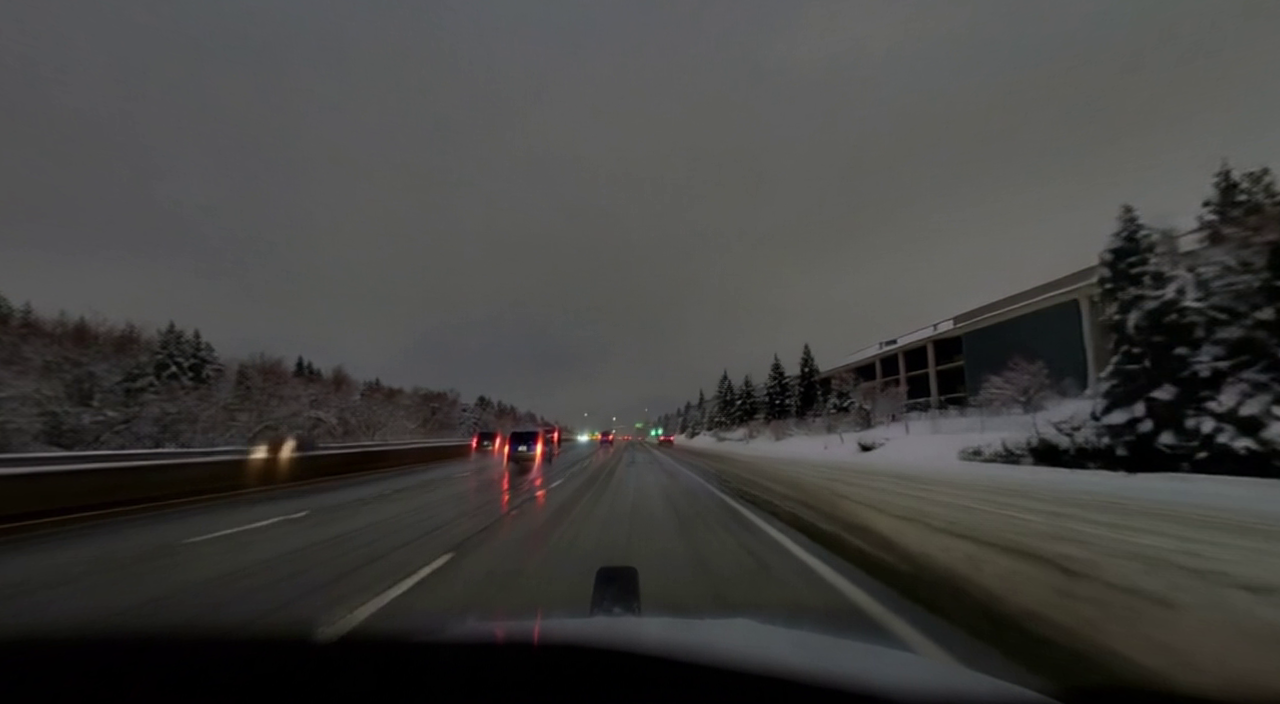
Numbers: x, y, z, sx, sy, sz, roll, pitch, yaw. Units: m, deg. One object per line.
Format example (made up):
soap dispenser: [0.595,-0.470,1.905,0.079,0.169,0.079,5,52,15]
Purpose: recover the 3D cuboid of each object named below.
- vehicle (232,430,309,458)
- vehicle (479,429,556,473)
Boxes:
vehicle: [-20.891,5.207,35.716,1.847,1.522,4.153,0,-8,0]
vehicle: [-4.455,3.669,23.611,1.996,1.490,4.571,0,-8,0]
